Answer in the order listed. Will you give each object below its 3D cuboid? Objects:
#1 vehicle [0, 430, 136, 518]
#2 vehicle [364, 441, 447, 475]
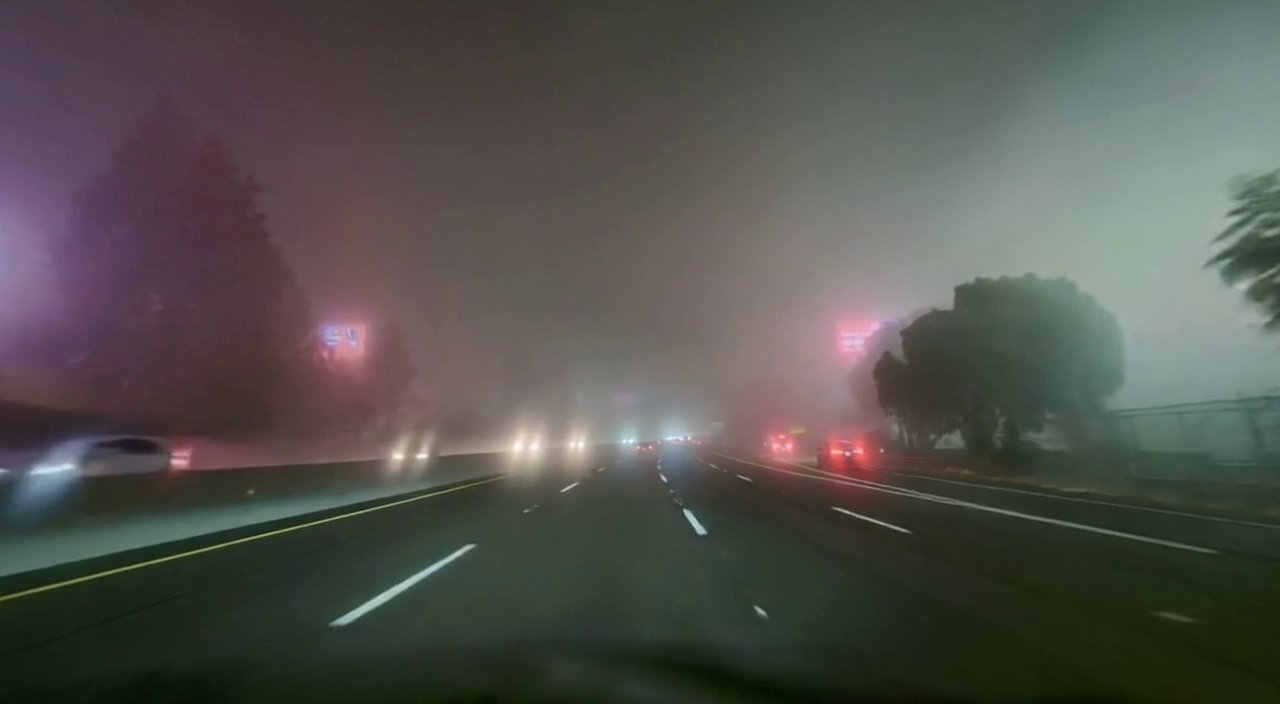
[{"bbox_3d":[-12.607,2.387,12.554,1.824,1.596,3.948,0,-9,1],"label":"vehicle"},{"bbox_3d":[-11.358,5.171,31.027,2.328,1.496,4.724,0,-9,-1],"label":"vehicle"}]
